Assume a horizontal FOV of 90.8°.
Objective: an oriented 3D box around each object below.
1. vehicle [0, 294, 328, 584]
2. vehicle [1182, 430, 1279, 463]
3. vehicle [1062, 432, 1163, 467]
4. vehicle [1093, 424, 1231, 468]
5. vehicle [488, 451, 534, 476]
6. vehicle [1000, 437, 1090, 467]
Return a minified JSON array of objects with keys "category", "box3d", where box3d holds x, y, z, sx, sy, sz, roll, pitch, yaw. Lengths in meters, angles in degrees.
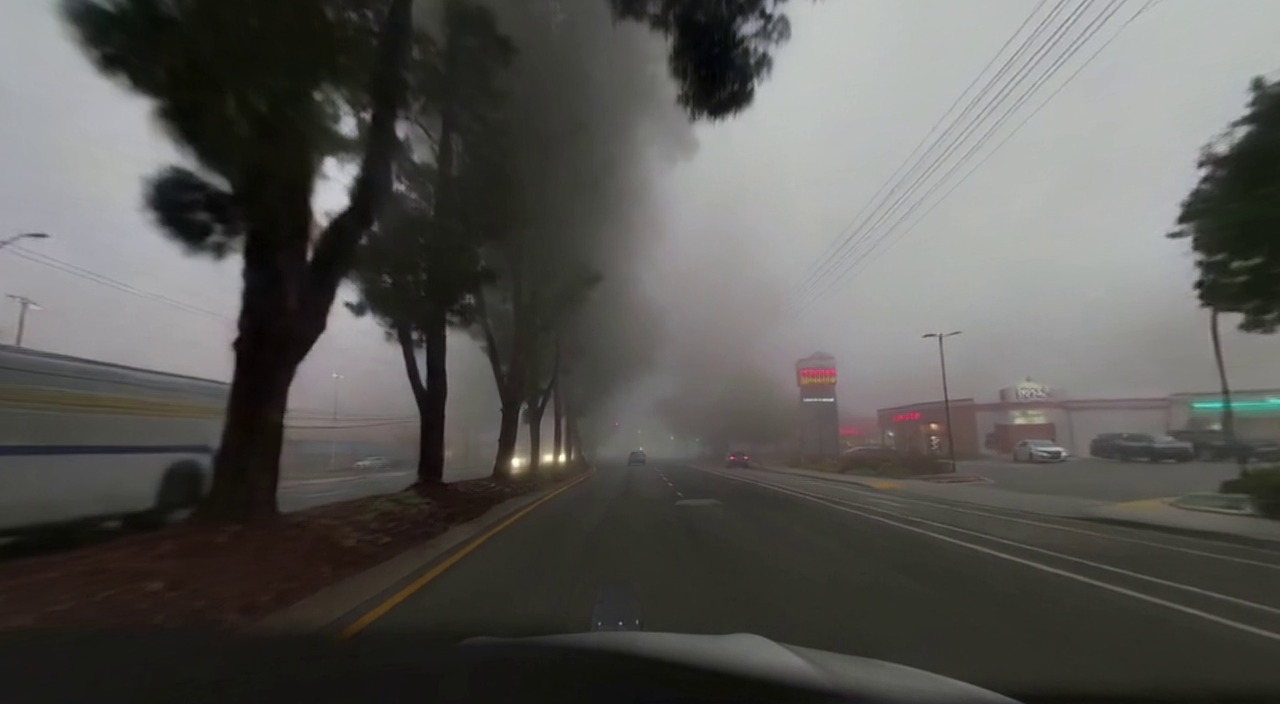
[{"category":"vehicle","box3d":[-8.686,1.150,8.173,3.241,3.133,12.822,1,-9,-2]},{"category":"vehicle","box3d":[34.338,5.446,36.199,2.220,1.723,4.883,0,-9,1]},{"category":"vehicle","box3d":[25.530,5.294,34.357,2.012,1.772,4.458,0,-9,0]},{"category":"vehicle","box3d":[28.568,5.172,34.975,2.346,2.093,6.071,-2,-8,-1]},{"category":"vehicle","box3d":[-8.692,7.556,42.993,2.043,1.536,4.682,0,-9,1]},{"category":"vehicle","box3d":[23.066,5.763,36.206,2.113,1.582,4.559,0,-9,0]}]
